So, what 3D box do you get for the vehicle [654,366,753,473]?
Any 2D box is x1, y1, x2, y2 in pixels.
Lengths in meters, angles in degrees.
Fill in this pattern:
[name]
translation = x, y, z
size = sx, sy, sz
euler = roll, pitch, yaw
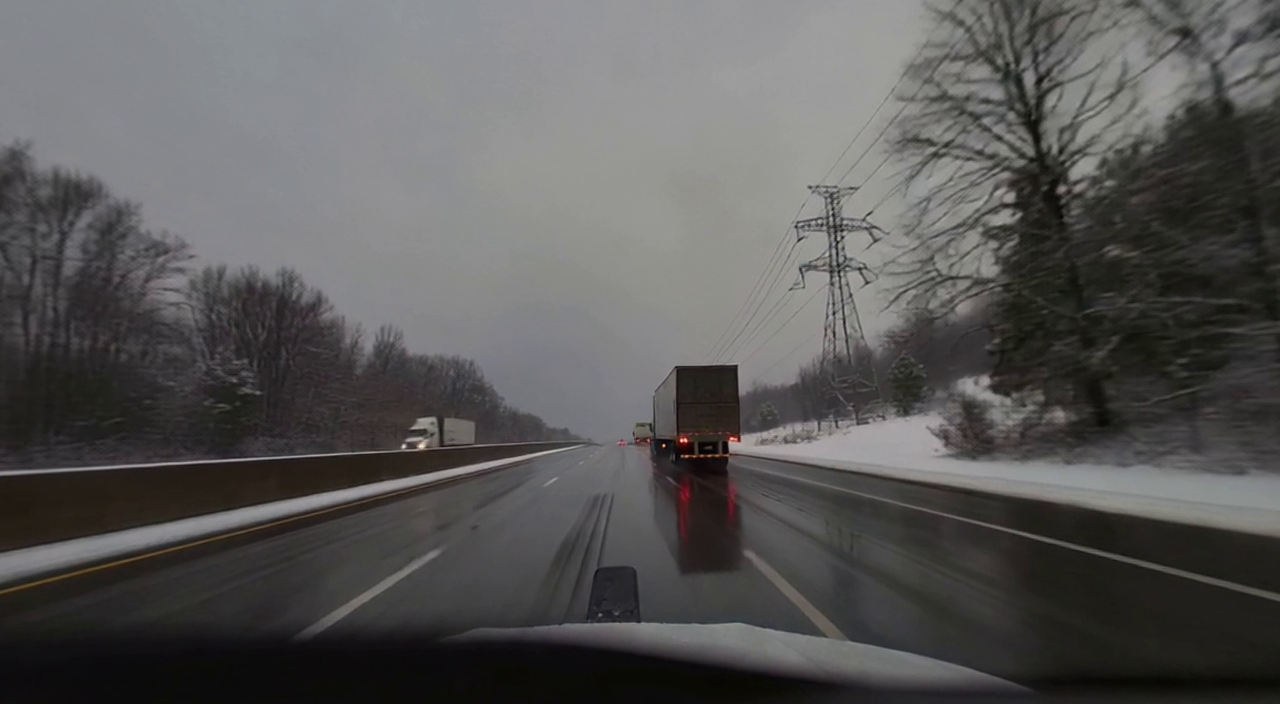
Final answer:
[vehicle]
translation = 2.579, 3.542, 31.326
size = 2.905, 4.080, 14.157
euler = 0, -8, -2
